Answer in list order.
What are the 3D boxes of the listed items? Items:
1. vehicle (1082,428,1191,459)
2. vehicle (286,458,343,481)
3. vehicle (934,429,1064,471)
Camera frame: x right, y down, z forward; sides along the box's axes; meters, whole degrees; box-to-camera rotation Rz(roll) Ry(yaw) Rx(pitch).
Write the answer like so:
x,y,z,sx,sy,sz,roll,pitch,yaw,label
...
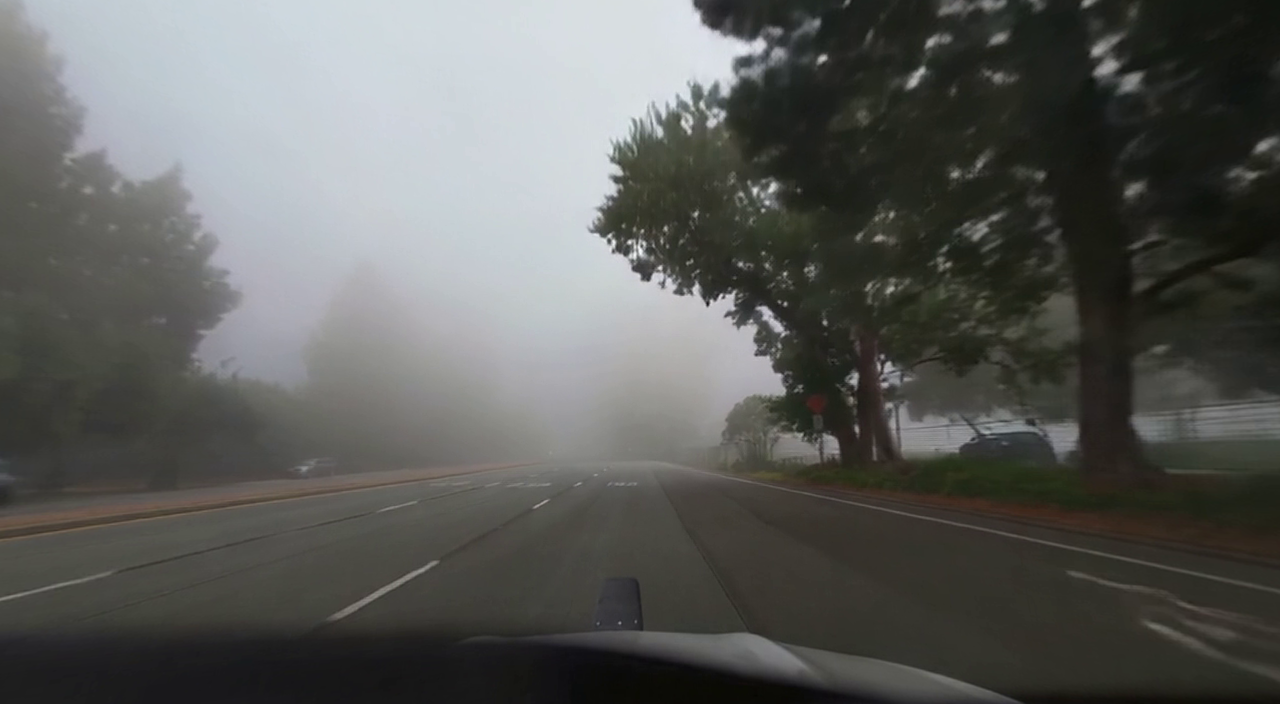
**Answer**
x,y,z,sx,sy,sz,roll,pitch,yaw,label
28.735,5.344,36.638,4.617,1.682,1.830,-5,-10,29,vehicle
-24.384,8.798,47.340,1.914,1.500,4.462,-1,-9,0,vehicle
16.439,4.505,29.002,4.740,1.831,2.002,0,-9,0,vehicle
